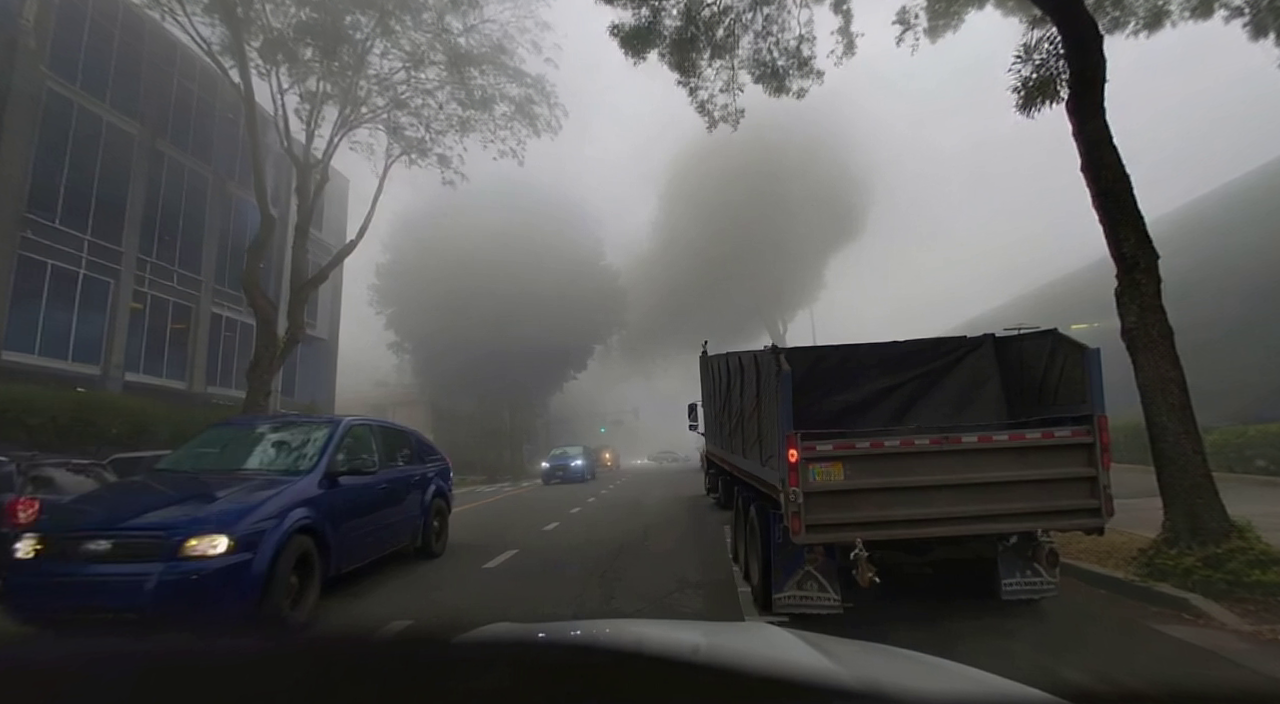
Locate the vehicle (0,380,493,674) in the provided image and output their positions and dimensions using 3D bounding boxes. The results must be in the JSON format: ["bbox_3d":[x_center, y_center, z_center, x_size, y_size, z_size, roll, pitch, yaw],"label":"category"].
[{"bbox_3d":[-3.263,1.427,6.381,2.223,1.804,4.746,0,-8,2],"label":"vehicle"}]

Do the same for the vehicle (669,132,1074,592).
[{"bbox_3d":[2.526,0.832,11.333,3.320,4.034,11.553,-1,-8,6],"label":"vehicle"}]

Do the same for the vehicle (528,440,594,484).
[{"bbox_3d":[-3.037,4.321,25.055,2.183,1.563,4.257,0,-8,-2],"label":"vehicle"}]
